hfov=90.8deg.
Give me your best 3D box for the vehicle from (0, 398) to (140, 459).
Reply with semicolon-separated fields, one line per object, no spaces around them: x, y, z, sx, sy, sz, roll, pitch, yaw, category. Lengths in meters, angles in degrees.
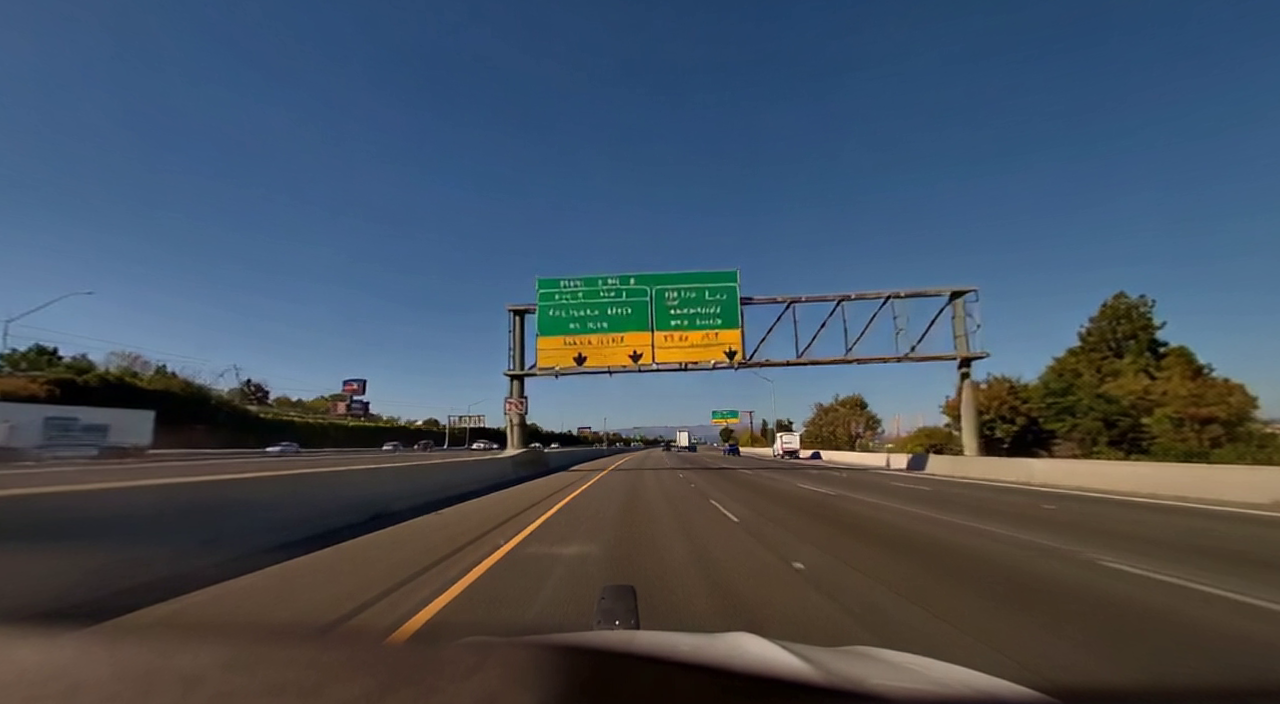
-45.281;5.690;46.402;2.941;4.172;16.971;0;-8;1;vehicle
